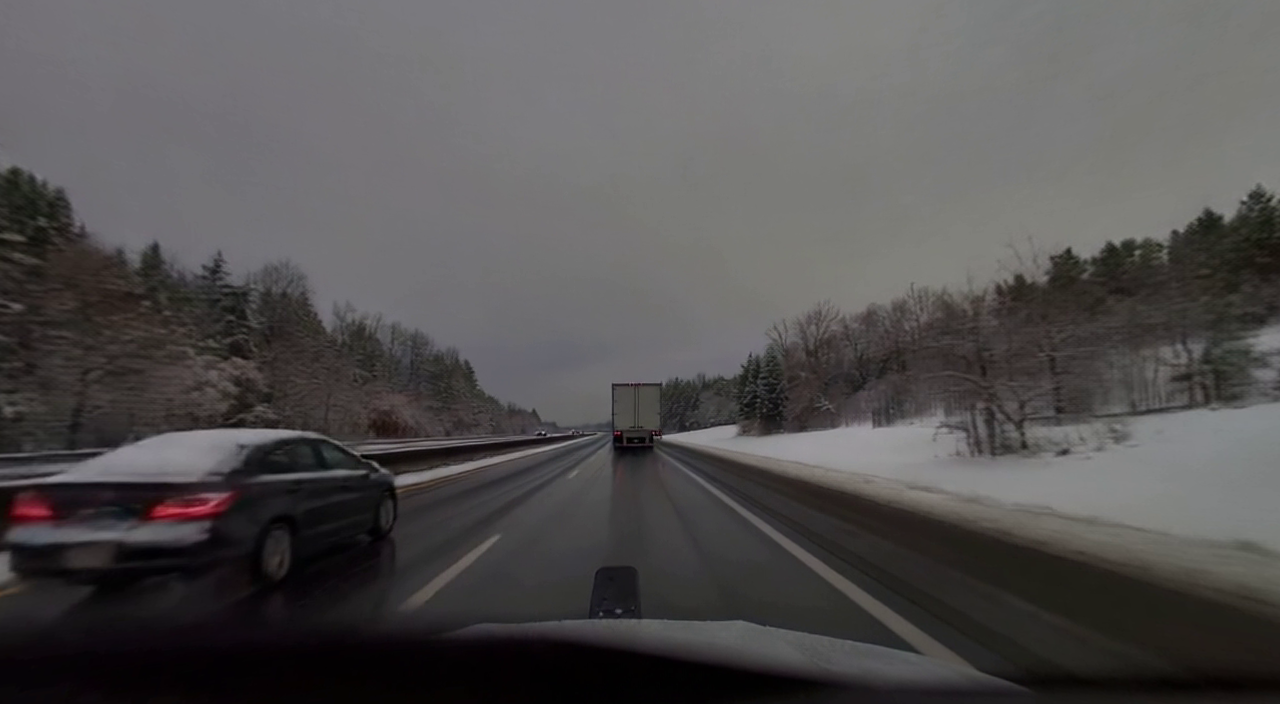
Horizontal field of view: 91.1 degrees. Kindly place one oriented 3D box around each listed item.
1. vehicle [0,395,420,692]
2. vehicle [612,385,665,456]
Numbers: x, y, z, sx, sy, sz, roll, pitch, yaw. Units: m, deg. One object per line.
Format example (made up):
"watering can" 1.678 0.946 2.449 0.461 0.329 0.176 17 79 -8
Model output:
"vehicle" -3.755 1.262 5.364 2.217 1.495 4.245 0 -8 0
"vehicle" -0.276 4.709 41.764 3.013 4.016 11.496 0 -8 -2
